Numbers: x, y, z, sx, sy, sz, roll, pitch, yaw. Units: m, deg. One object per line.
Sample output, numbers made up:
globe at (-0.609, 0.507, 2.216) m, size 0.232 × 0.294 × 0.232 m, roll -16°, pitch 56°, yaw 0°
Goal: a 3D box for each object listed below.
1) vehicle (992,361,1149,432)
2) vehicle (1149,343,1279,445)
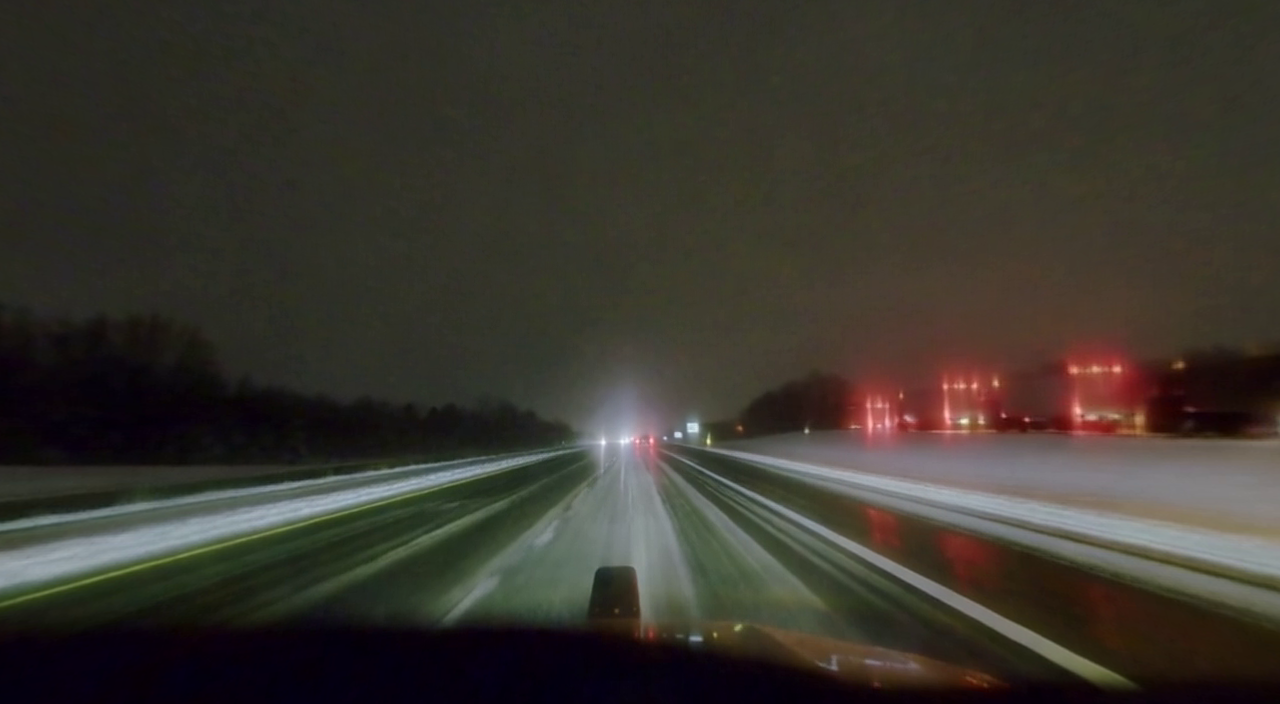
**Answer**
vehicle at (31.259, 3.704, 47.101) m, size 2.932 × 4.074 × 14.330 m, roll -5°, pitch -9°, yaw 6°
vehicle at (28.290, 2.163, 29.006) m, size 3.106 × 4.073 × 10.350 m, roll -1°, pitch -8°, yaw 13°
